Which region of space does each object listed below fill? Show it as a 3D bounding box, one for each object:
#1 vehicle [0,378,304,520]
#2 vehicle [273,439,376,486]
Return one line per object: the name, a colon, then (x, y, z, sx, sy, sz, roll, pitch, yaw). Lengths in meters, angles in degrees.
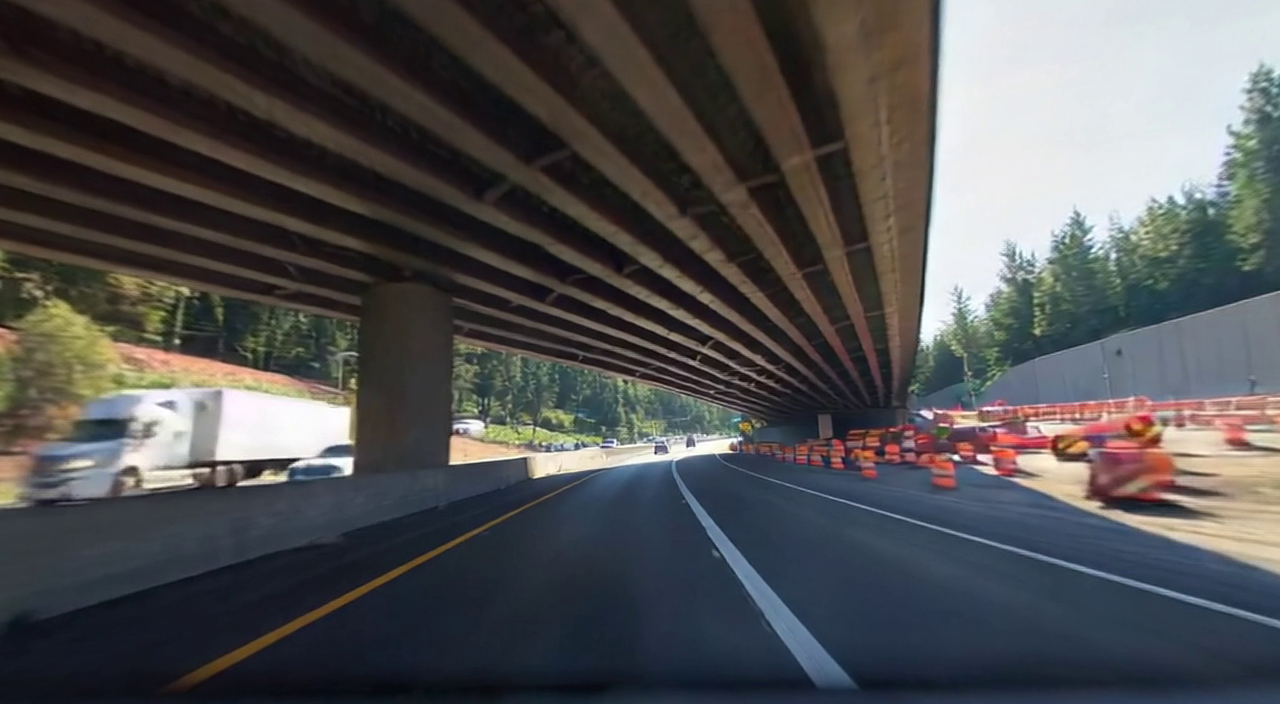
vehicle: (-14.544, 2.971, 19.909, 2.775, 3.490, 8.472, 0, -8, 3)
vehicle: (-14.090, 4.922, 28.528, 2.023, 1.956, 4.623, -1, -8, 3)
